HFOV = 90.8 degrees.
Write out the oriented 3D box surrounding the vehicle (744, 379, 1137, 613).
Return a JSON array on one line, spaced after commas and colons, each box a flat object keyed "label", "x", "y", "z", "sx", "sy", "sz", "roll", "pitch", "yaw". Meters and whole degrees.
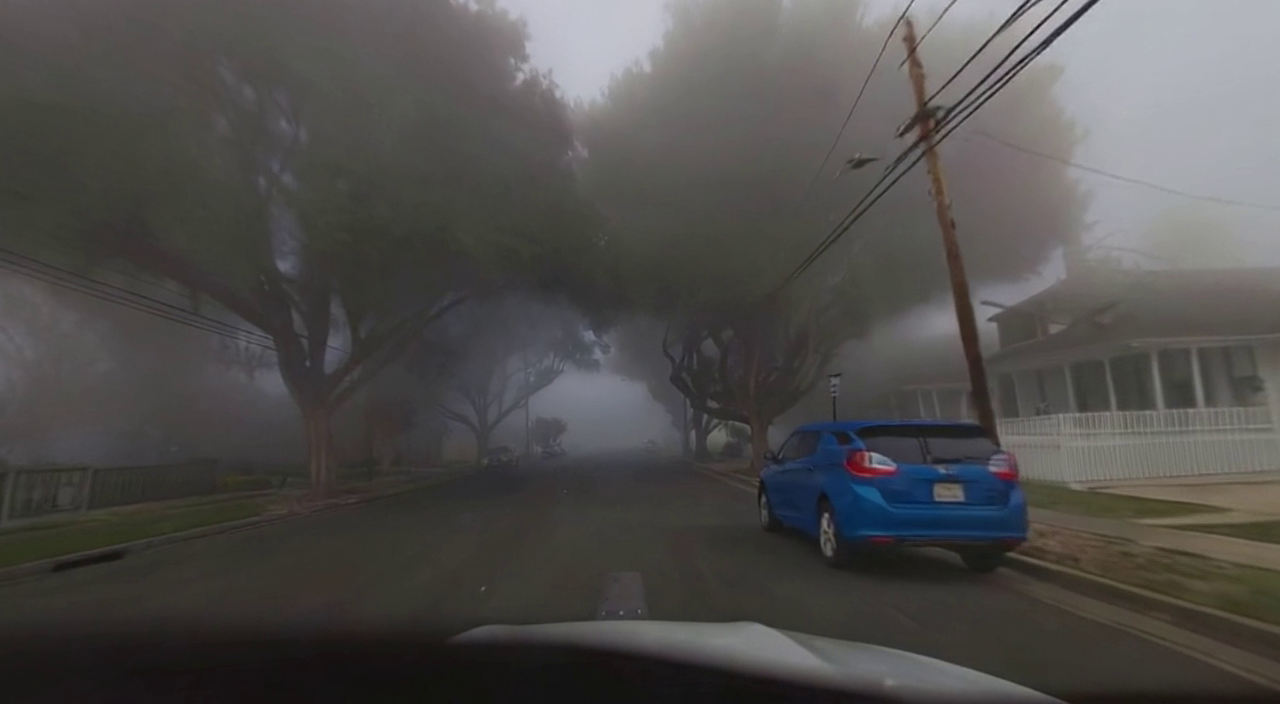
[{"label": "vehicle", "x": 2.716, "y": 1.460, "z": 7.315, "sx": 2.126, "sy": 1.795, "sz": 4.751, "roll": 0, "pitch": -9, "yaw": -1}]
